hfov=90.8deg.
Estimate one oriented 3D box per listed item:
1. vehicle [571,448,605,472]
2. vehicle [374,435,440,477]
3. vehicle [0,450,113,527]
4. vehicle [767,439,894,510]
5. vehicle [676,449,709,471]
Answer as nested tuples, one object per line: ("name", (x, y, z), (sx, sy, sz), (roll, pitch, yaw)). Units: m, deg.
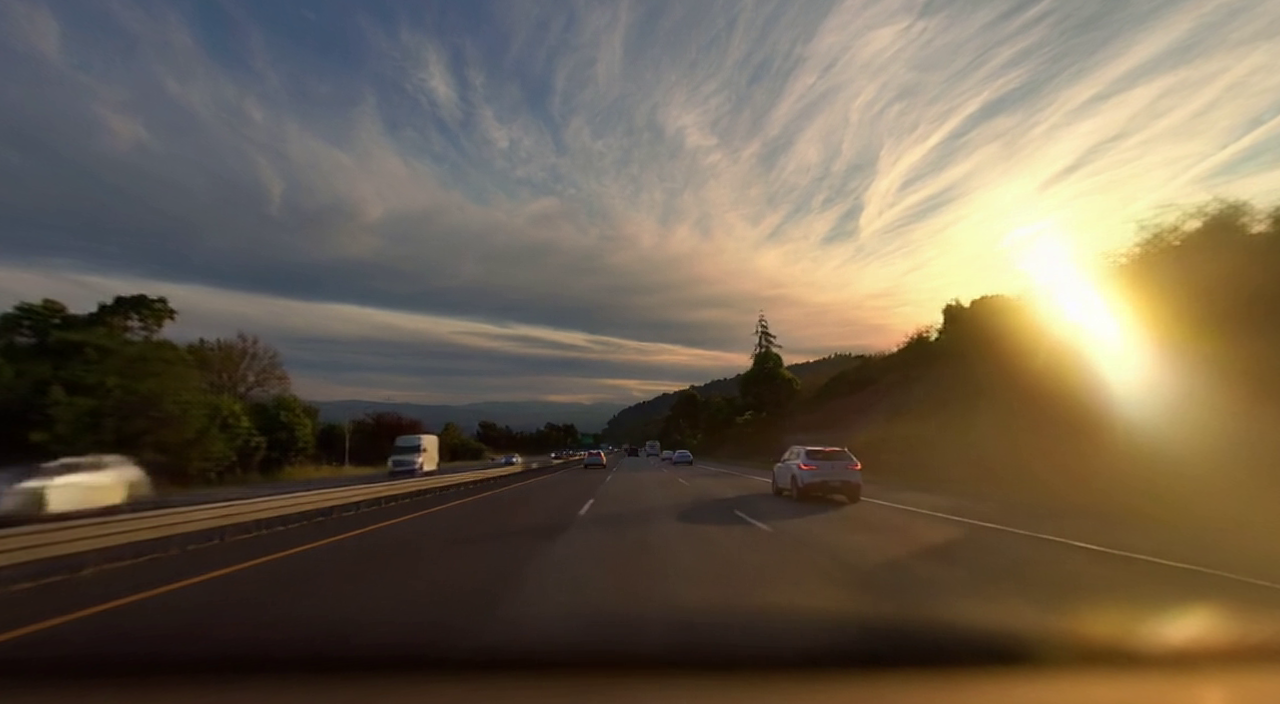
("vehicle", (-3.446, 7.252, 42.411), (2.021, 1.507, 4.272), (0, -9, -1))
("vehicle", (-15.486, 6.932, 42.346), (2.246, 2.611, 5.858), (0, -9, -1))
("vehicle", (-14.958, 3.053, 14.242), (2.034, 1.647, 4.778), (0, -9, -1))
("vehicle", (4.683, 3.060, 16.136), (1.903, 1.566, 3.866), (0, -9, -2))
("vehicle", (3.586, 7.459, 43.762), (1.846, 1.480, 3.694), (0, -9, -2))
